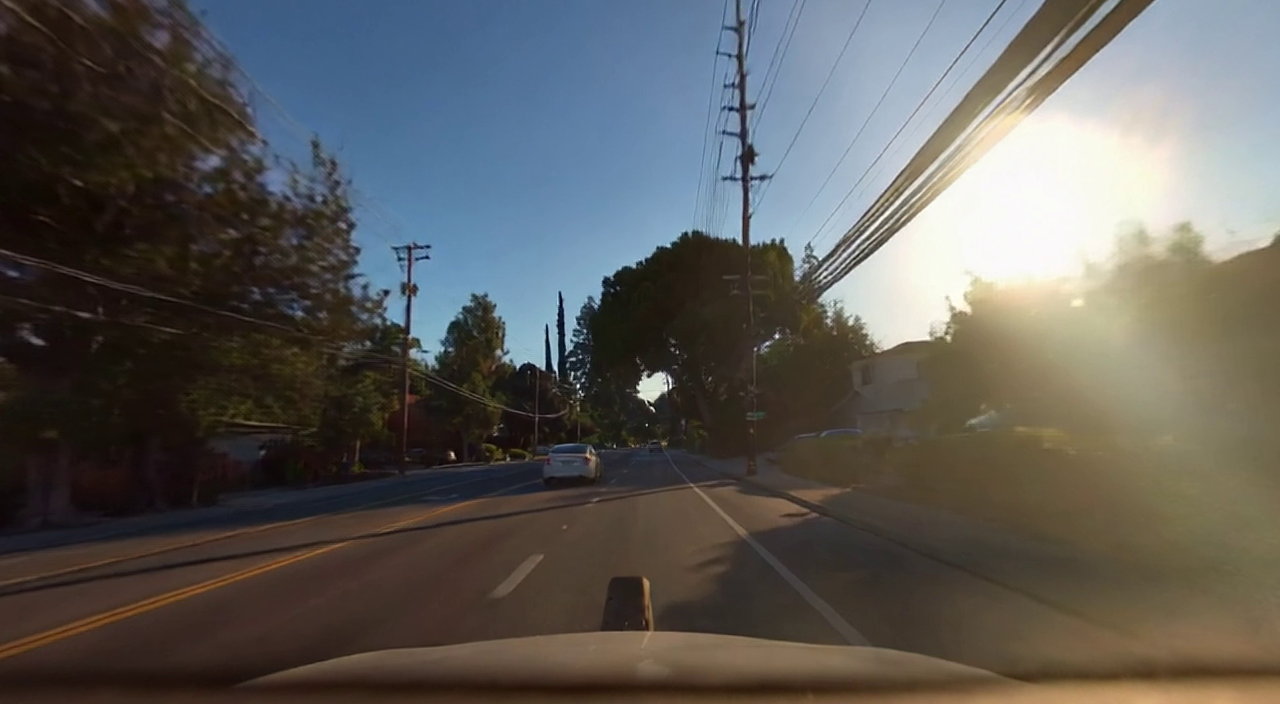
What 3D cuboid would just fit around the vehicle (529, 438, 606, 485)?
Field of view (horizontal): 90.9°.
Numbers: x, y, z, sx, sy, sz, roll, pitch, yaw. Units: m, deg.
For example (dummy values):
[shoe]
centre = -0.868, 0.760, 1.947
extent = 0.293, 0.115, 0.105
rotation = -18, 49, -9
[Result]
[vehicle]
centre = -2.528, 4.004, 23.405
extent = 2.085, 1.512, 5.023
rotation = -1, -8, 2
